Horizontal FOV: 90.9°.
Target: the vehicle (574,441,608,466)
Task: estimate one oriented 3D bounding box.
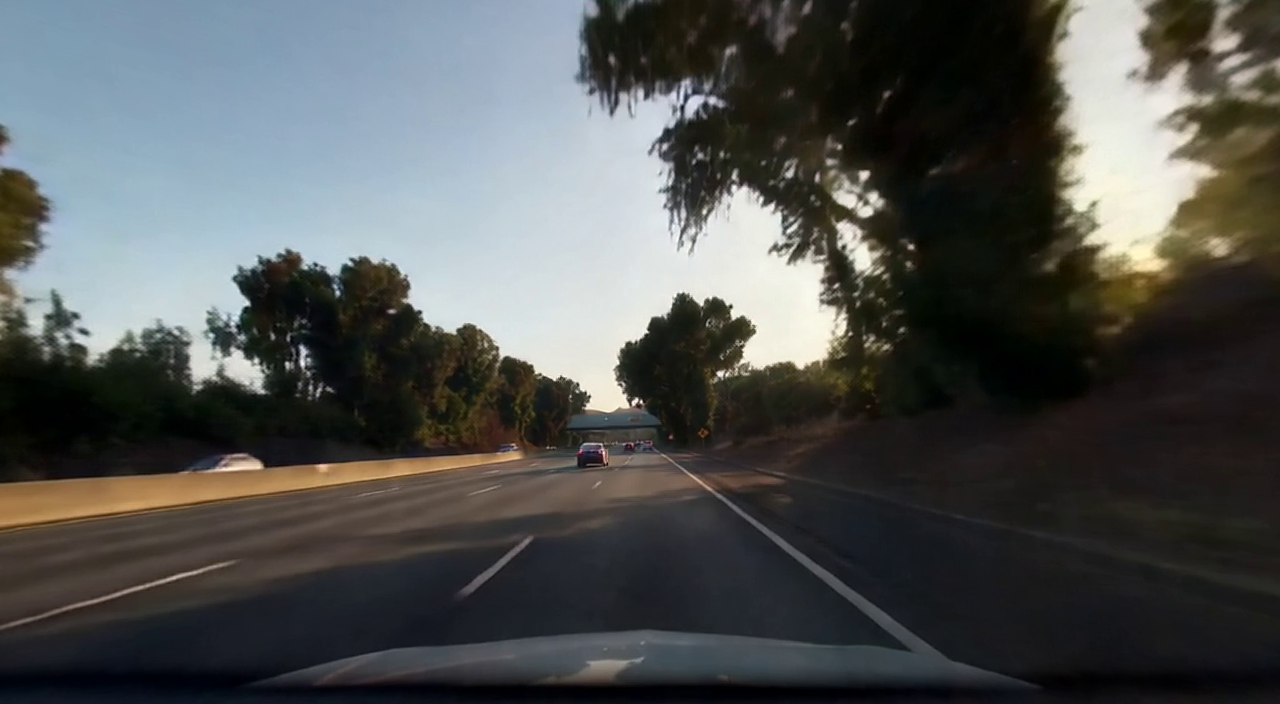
[{"bbox_3d":[-3.330,6.939,43.399,1.993,1.589,3.898,0,-8,1],"label":"vehicle"}]

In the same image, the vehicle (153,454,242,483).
[{"bbox_3d":[-25.302,6.652,36.304,1.764,1.473,4.547,0,-8,1],"label":"vehicle"}]
